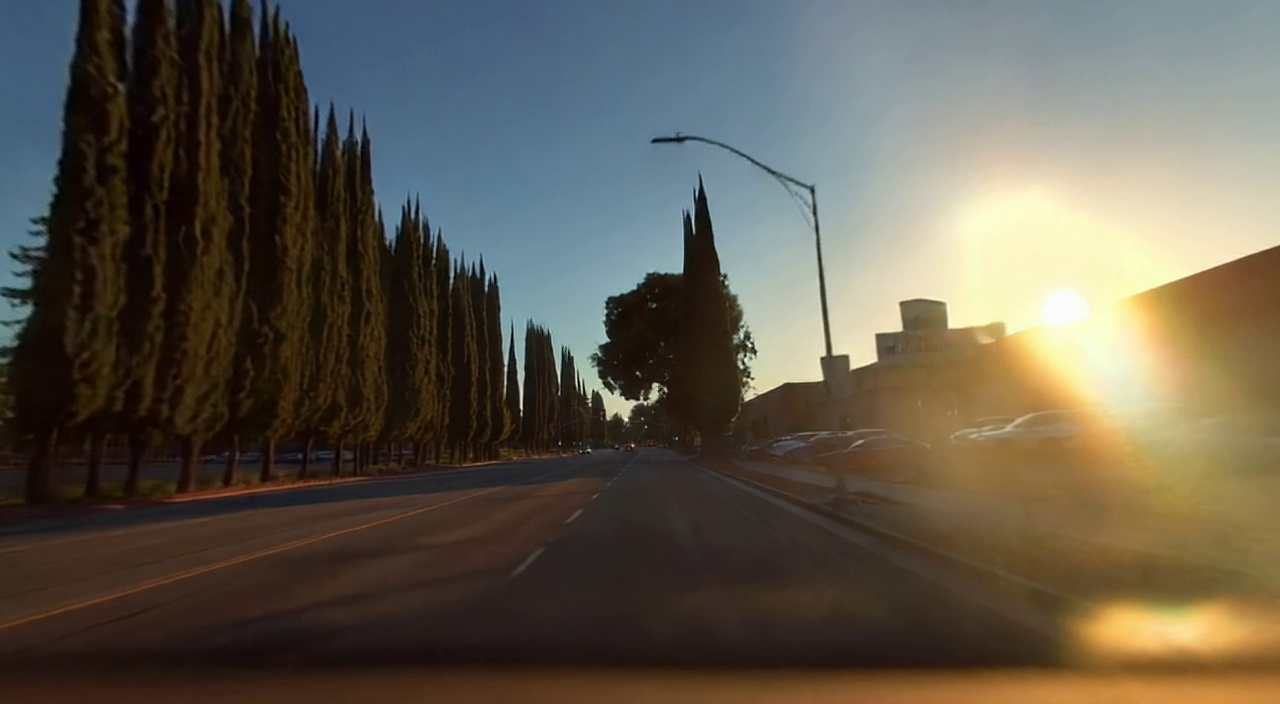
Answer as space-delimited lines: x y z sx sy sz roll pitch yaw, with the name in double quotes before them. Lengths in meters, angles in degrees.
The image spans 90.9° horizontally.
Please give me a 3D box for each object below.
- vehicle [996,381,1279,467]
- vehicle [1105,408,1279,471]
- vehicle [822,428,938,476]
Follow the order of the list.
"vehicle" 14.707 2.346 19.150 6.247 2.094 2.436 -10 -13 39
"vehicle" 14.896 2.225 16.018 4.631 1.384 1.906 -8 -11 30
"vehicle" 8.077 3.433 21.794 2.056 1.449 4.679 0 -9 -1
